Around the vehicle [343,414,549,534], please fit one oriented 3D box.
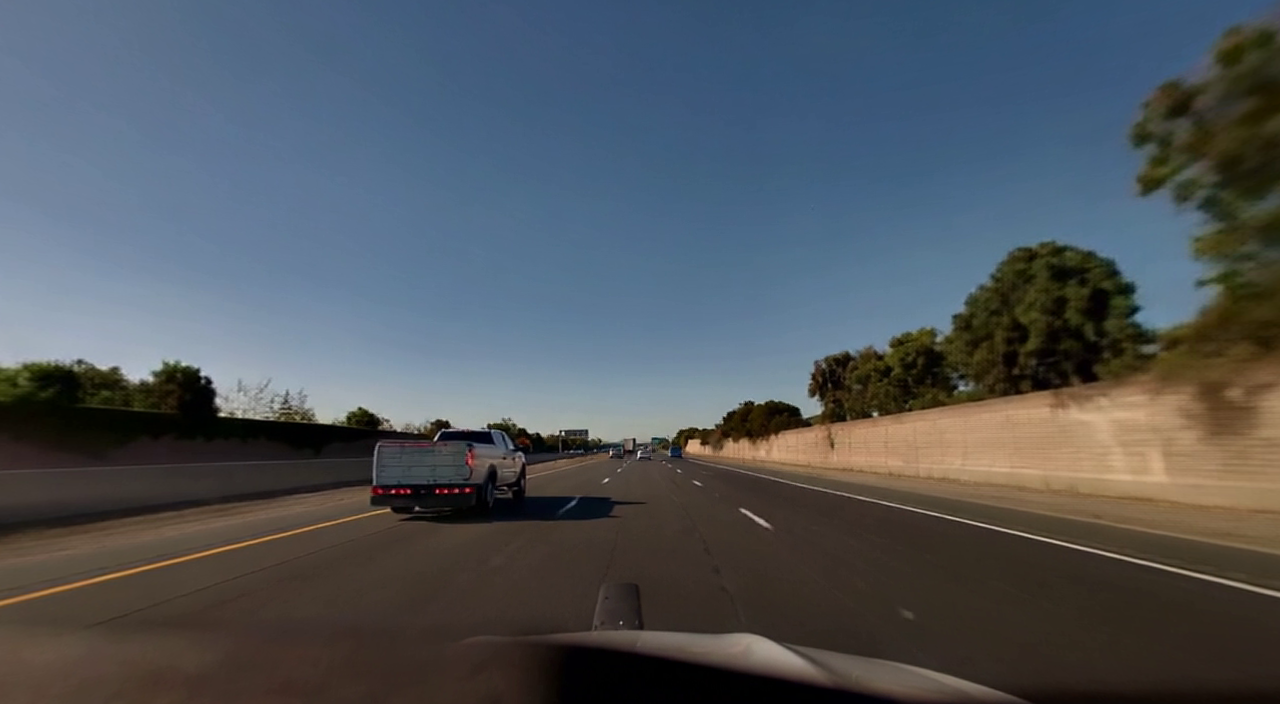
[{"bbox_3d":[-3.541,2.401,12.992,2.379,1.918,5.504,0,-9,1],"label":"vehicle"}]
